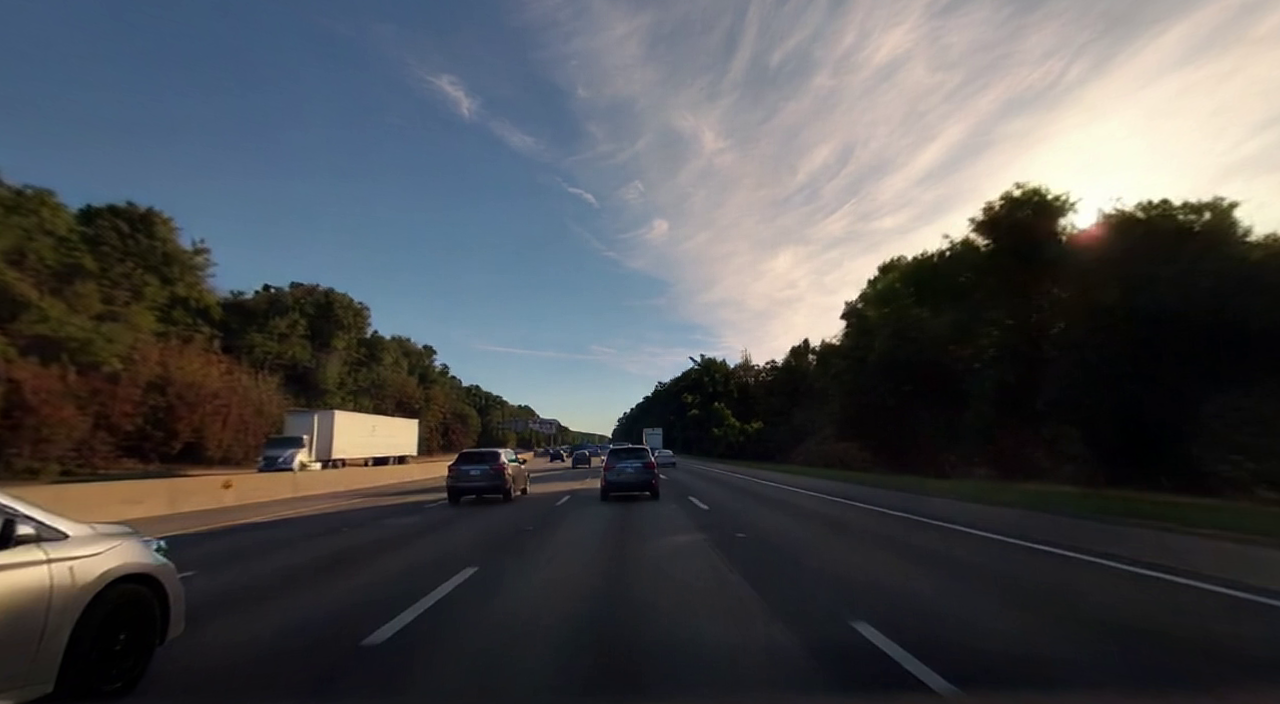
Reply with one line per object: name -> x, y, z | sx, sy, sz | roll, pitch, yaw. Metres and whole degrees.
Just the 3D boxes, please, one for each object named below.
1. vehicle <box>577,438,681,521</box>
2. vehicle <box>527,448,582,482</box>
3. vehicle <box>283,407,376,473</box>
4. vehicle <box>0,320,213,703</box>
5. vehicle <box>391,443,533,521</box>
vehicle -> -0.231, 2.734, 13.916 | 1.996, 1.574, 3.426 | 0, -9, -1
vehicle -> -4.040, 5.411, 30.501 | 1.999, 1.484, 4.269 | 0, -9, 1
vehicle -> -19.956, 5.784, 41.042 | 2.966, 3.958, 5.847 | 0, -9, -1
vehicle -> -3.966, 0.625, 1.571 | 2.243, 1.889, 4.949 | 0, -9, 1
vehicle -> -3.871, 2.900, 14.616 | 1.988, 1.501, 4.438 | 0, -9, 0
